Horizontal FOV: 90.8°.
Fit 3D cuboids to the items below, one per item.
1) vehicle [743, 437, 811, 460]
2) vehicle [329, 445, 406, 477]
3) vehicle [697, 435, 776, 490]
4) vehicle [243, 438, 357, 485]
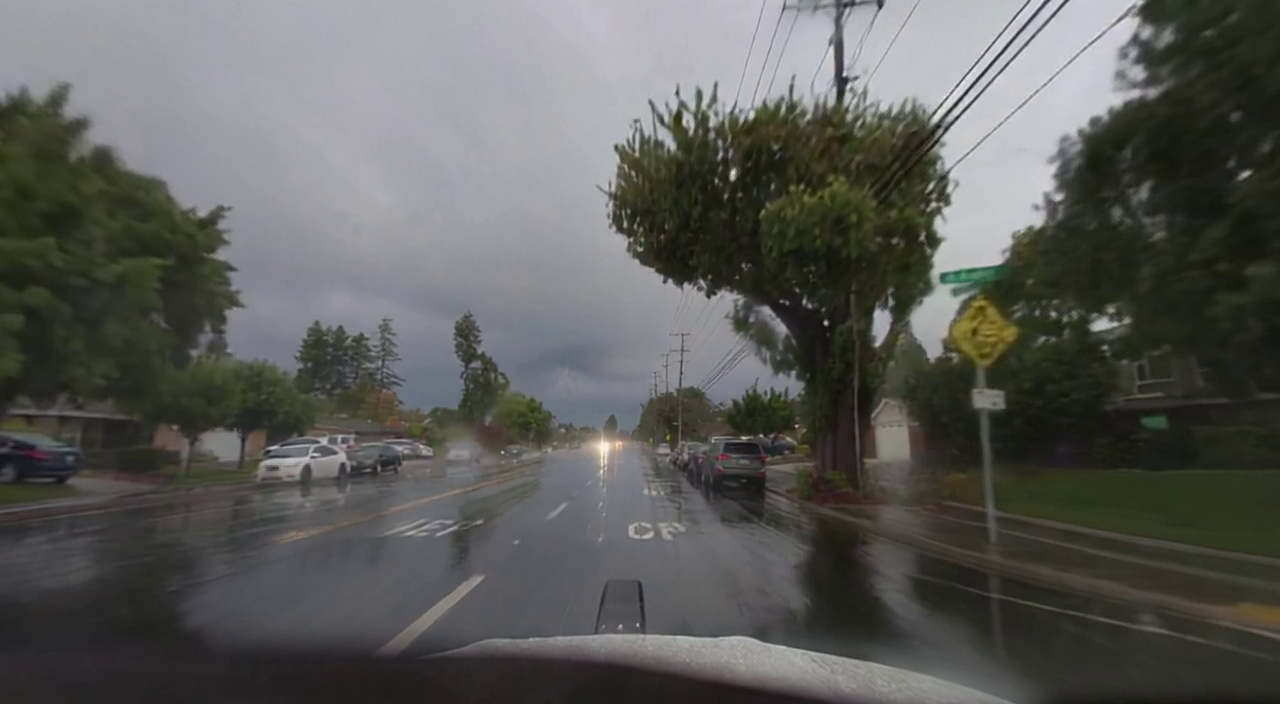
[{"bbox_3d":[10.746,7.666,49.912,4.818,1.605,2.049,-1,-9,-2],"label":"vehicle"},{"bbox_3d":[-14.011,5.598,32.815,1.887,1.490,4.656,1,-9,0],"label":"vehicle"},{"bbox_3d":[3.348,3.950,22.837,2.045,1.746,4.564,1,-9,-1],"label":"vehicle"},{"bbox_3d":[-14.059,4.558,26.550,1.913,1.745,4.992,0,-9,1],"label":"vehicle"}]
